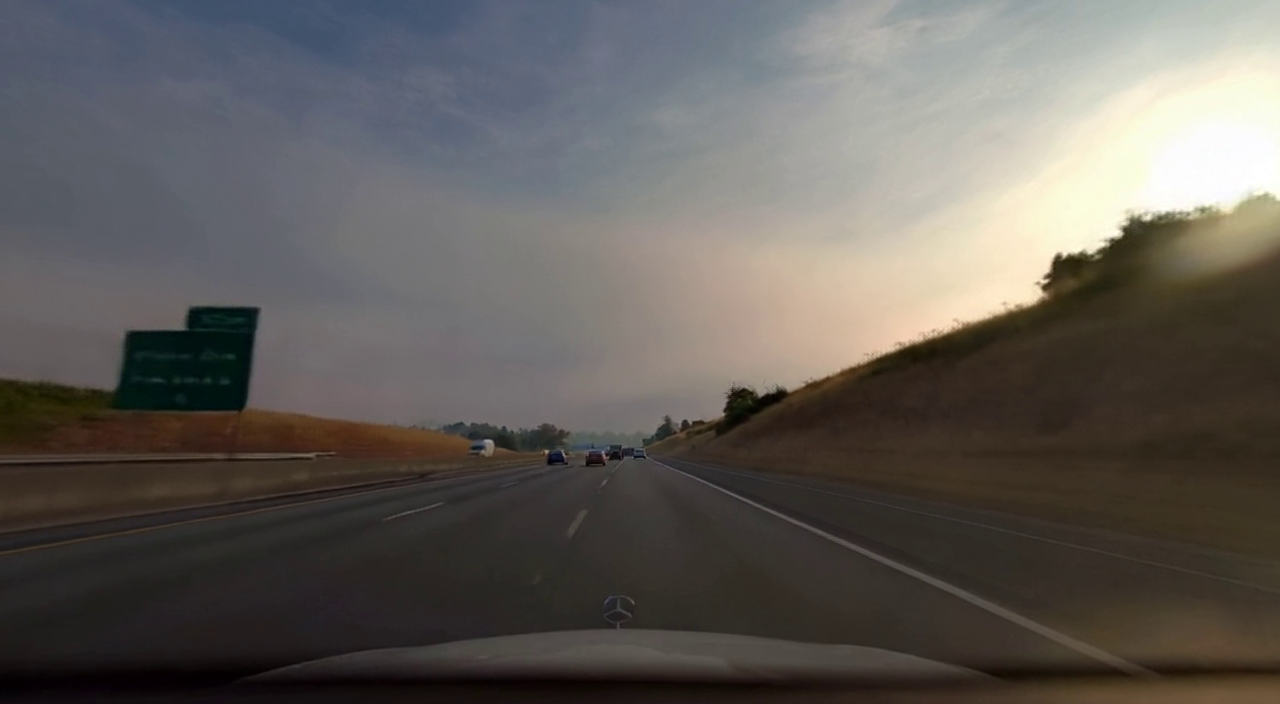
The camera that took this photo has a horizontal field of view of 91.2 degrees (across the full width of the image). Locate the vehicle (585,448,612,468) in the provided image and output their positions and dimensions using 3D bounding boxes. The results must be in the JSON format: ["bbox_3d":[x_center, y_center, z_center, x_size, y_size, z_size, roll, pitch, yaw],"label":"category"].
[{"bbox_3d":[-3.145,8.079,47.935,1.895,1.482,3.852,0,-9,-1],"label":"vehicle"}]
